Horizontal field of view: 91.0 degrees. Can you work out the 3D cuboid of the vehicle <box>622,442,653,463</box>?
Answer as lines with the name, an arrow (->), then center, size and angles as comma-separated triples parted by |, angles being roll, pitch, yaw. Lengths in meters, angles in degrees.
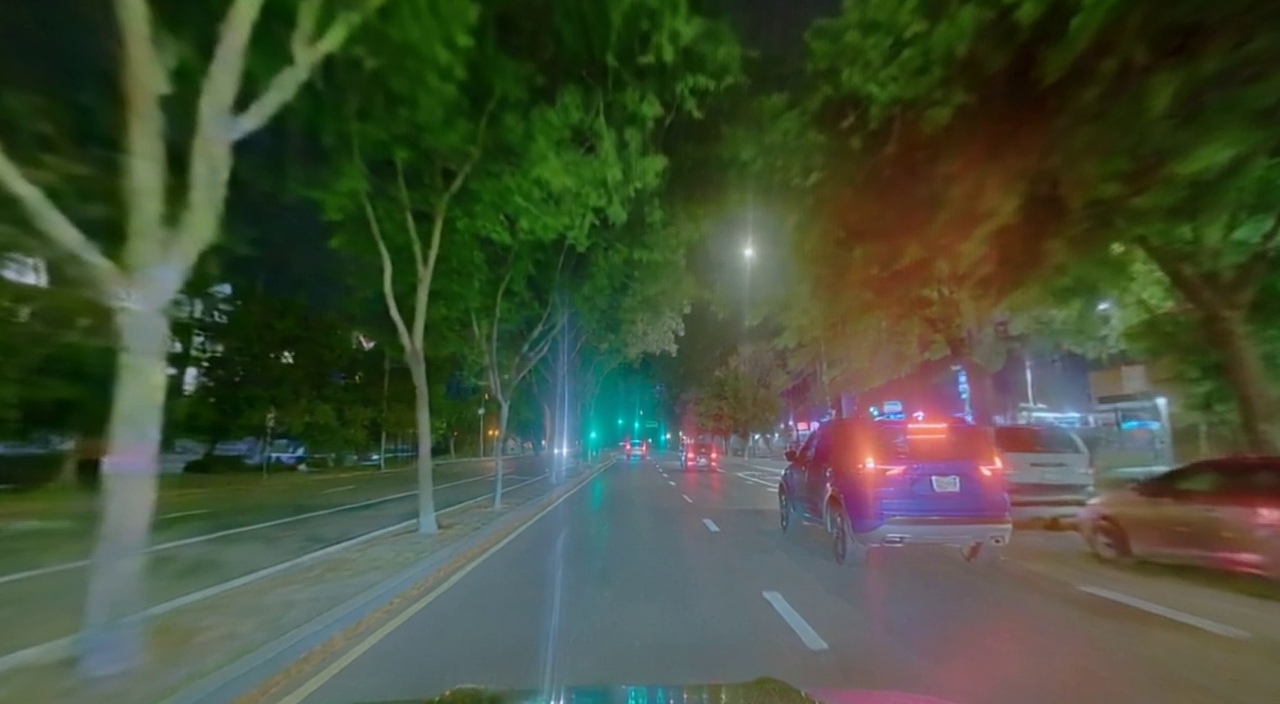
vehicle -> -0.158, 7.274, 45.670 | 2.131, 1.474, 4.146 | 0, -8, 0

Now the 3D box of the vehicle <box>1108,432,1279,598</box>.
vehicle -> 7.245, 1.587, 6.062 | 1.901, 1.620, 4.565 | 0, -8, 0

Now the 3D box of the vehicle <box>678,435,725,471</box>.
vehicle -> 3.298, 5.551, 34.877 | 2.085, 1.828, 5.383 | 0, -8, 0

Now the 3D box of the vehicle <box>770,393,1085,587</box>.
vehicle -> 3.237, 1.653, 8.324 | 2.033, 1.865, 4.360 | 0, -8, -1
